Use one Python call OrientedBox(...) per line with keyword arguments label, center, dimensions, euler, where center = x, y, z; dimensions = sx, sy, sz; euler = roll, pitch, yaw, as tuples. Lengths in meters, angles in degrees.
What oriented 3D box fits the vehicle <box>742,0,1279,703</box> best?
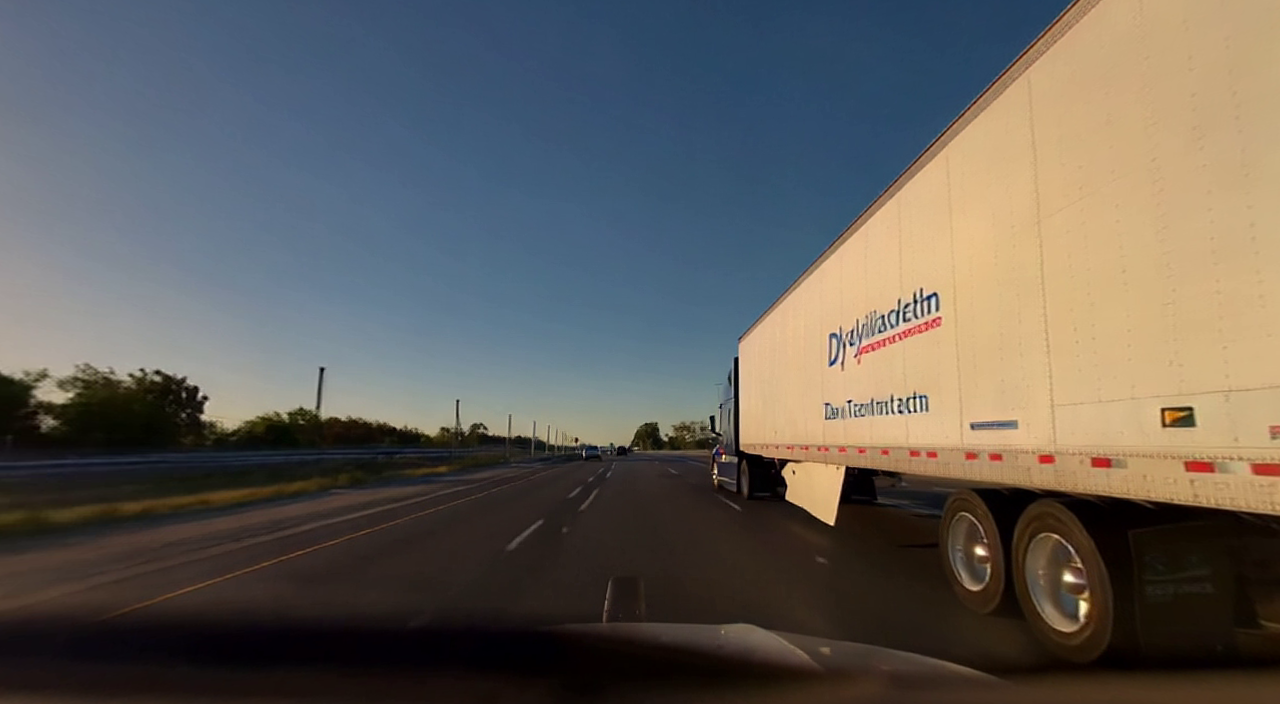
OrientedBox(label="vehicle", center=(3.902, 0.563, 8.662), dimensions=(2.962, 4.132, 12.720), euler=(0, -8, 1))
